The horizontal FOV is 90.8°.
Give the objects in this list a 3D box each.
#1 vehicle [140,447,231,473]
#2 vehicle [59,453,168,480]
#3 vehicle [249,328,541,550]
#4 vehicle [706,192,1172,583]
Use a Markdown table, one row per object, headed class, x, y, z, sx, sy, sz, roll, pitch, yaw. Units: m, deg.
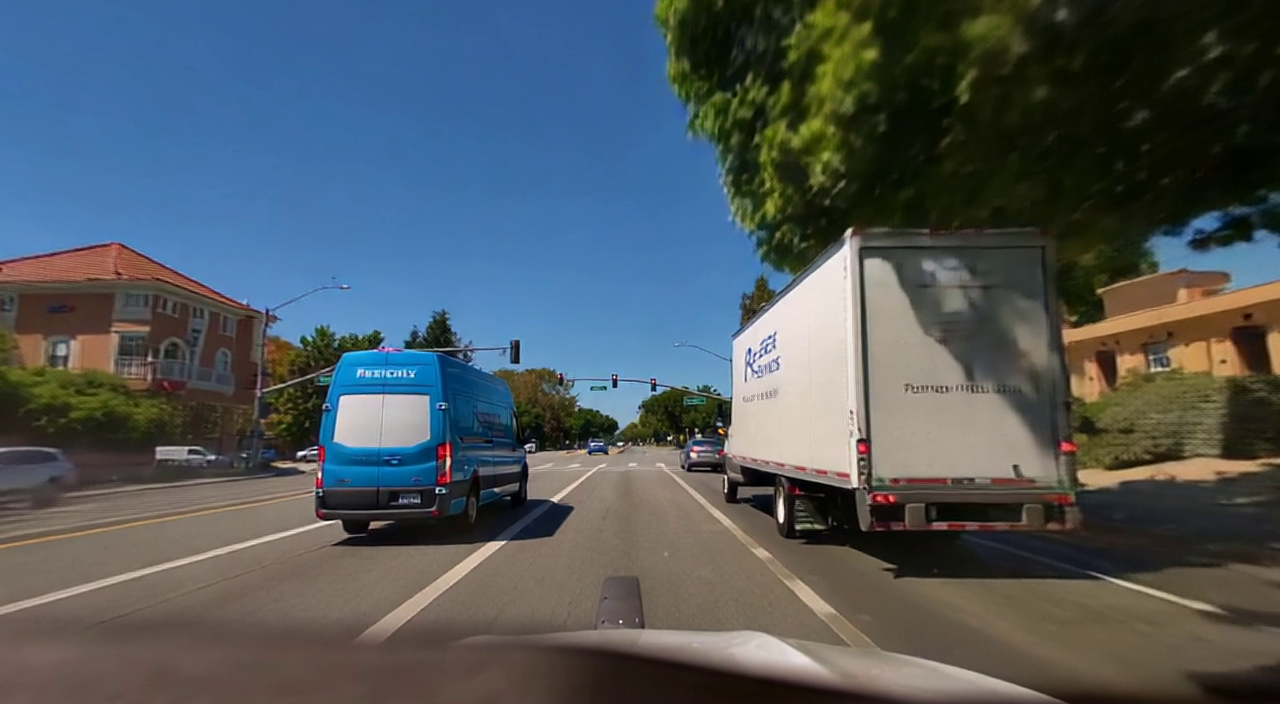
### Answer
| class | x | y | z | sx | sy | sz | roll | pitch | yaw |
| --- | --- | --- | --- | --- | --- | --- | --- | --- | --- |
| vehicle | -31.092 | 7.405 | 43.381 | 4.811 | 1.675 | 1.875 | 5 | -10 | -30 |
| vehicle | -31.131 | 6.764 | 37.523 | 4.535 | 1.467 | 2.021 | 4 | -9 | -27 |
| vehicle | -3.592 | 1.567 | 11.272 | 2.443 | 2.784 | 6.493 | 0 | -9 | 1 |
| vehicle | 3.113 | 0.977 | 10.576 | 2.861 | 3.525 | 9.858 | 0 | -9 | -1 |
